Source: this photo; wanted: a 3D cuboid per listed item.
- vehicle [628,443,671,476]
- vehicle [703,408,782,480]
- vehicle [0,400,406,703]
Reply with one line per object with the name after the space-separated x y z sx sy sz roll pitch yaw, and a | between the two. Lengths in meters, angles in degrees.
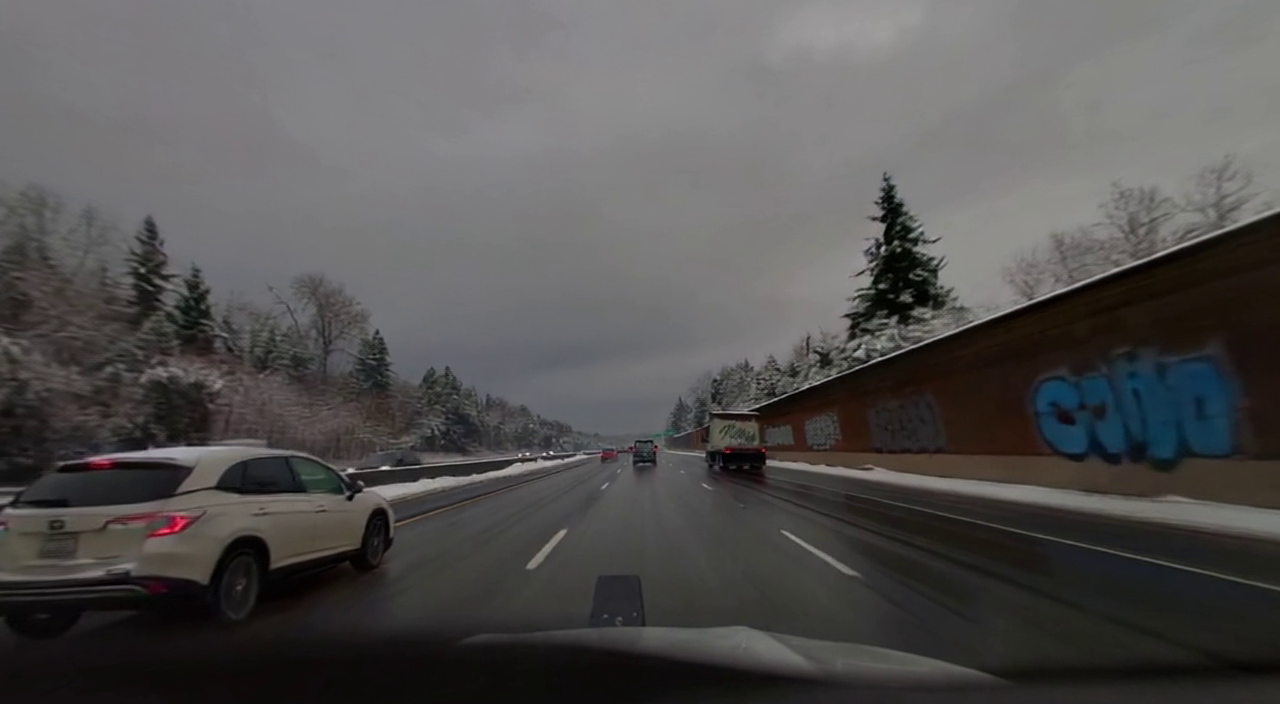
0.452 5.374 31.616 2.009 1.506 4.091 0 -9 1 | vehicle
4.545 4.291 29.216 2.549 2.931 6.310 0 -9 0 | vehicle
-3.585 1.259 4.642 2.023 1.444 4.379 0 -9 0 | vehicle
